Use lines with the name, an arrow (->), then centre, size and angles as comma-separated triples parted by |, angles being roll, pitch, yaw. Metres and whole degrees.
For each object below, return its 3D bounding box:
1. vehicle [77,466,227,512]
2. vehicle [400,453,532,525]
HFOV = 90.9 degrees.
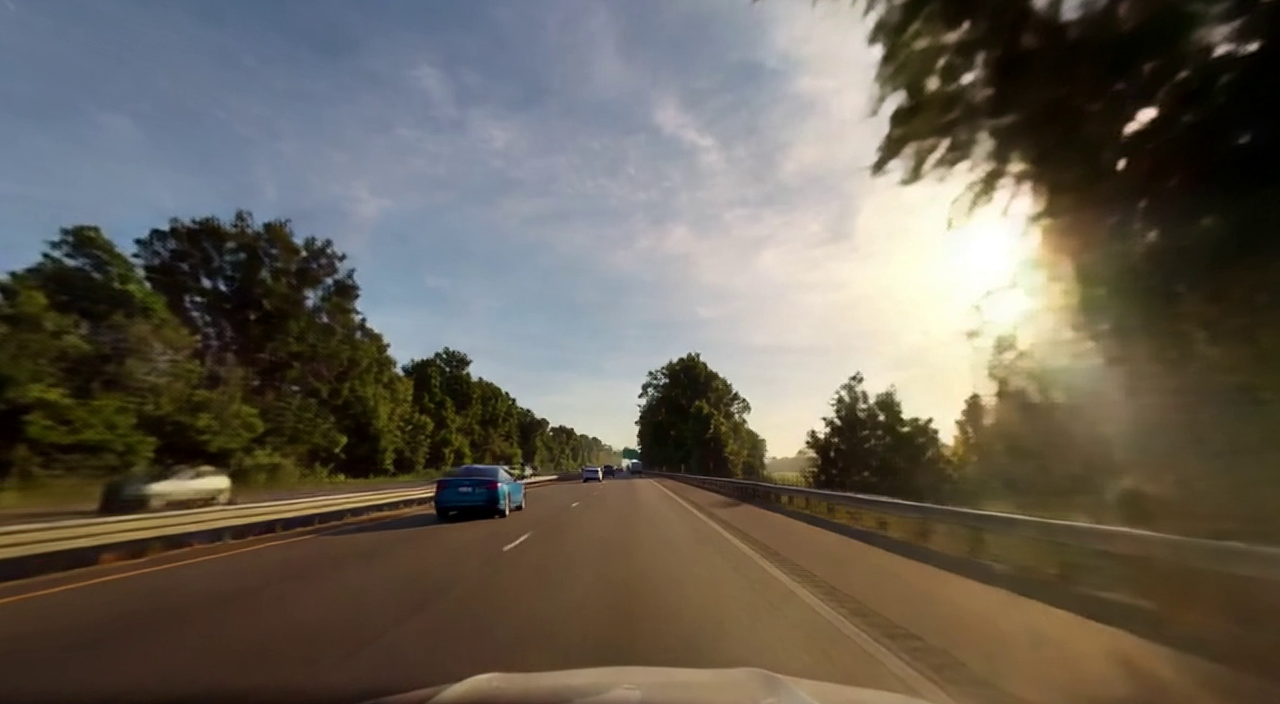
vehicle -> -17.526, 4.915, 22.954 | 1.848, 1.458, 4.489 | 1, -11, 0
vehicle -> -4.259, 3.467, 16.300 | 2.040, 1.525, 4.603 | 1, -11, 1
